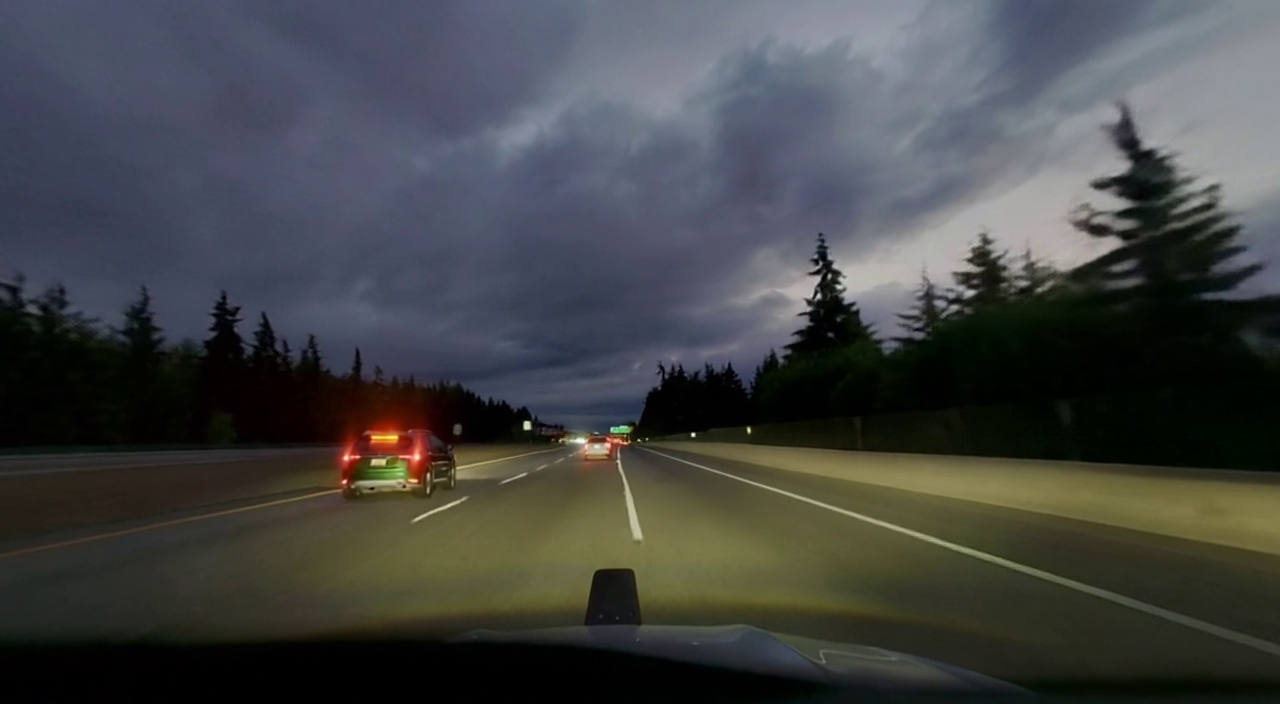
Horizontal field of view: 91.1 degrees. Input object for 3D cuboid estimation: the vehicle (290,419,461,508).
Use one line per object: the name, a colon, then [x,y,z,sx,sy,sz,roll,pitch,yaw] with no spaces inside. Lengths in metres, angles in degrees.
vehicle: [-5.758,2.457,14.447,2.111,1.689,4.505,0,-8,-2]

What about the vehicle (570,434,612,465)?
vehicle: [-2.541,5.168,33.500,2.010,1.534,4.013,0,-8,-2]
